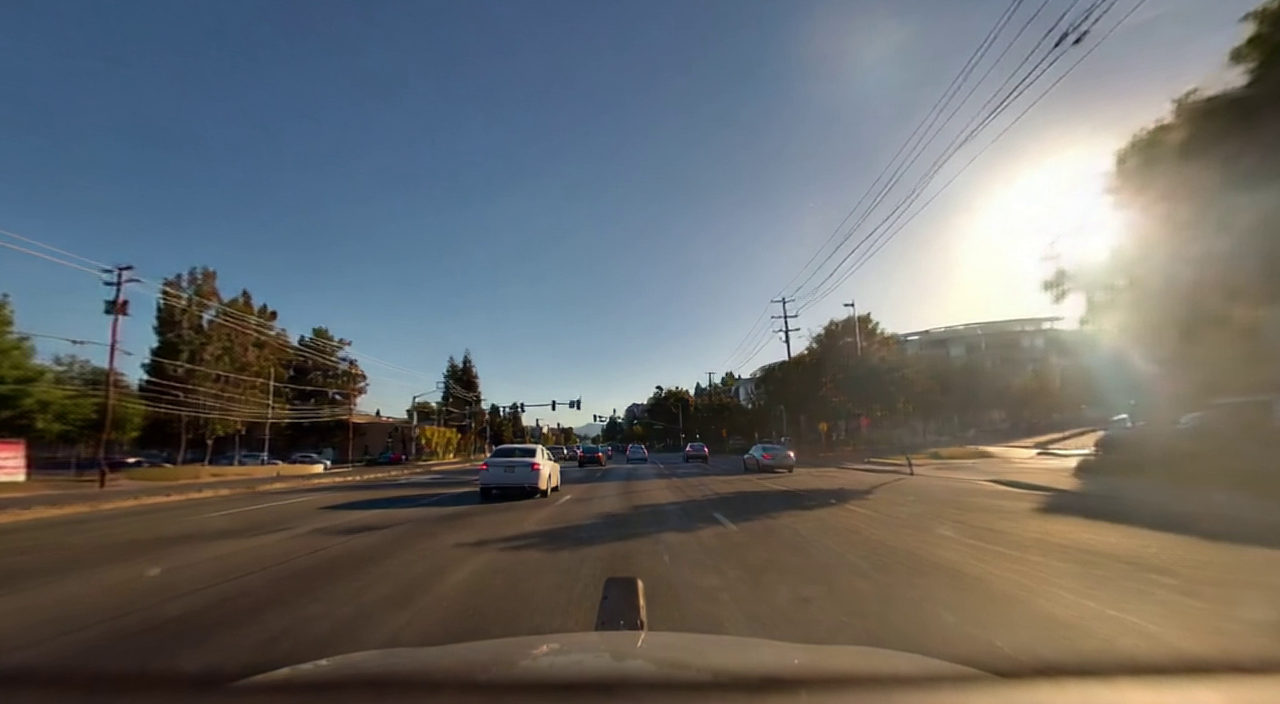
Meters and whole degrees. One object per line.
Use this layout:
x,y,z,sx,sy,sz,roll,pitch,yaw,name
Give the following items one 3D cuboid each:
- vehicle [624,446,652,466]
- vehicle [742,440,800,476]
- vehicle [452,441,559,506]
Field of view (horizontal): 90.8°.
-0.134,7.901,48.186,2.098,1.431,3.958,0,-9,0,vehicle
6.565,5.366,32.134,1.945,1.706,4.190,0,-9,-1,vehicle
-3.358,3.112,16.627,1.837,1.463,4.311,0,-9,0,vehicle
